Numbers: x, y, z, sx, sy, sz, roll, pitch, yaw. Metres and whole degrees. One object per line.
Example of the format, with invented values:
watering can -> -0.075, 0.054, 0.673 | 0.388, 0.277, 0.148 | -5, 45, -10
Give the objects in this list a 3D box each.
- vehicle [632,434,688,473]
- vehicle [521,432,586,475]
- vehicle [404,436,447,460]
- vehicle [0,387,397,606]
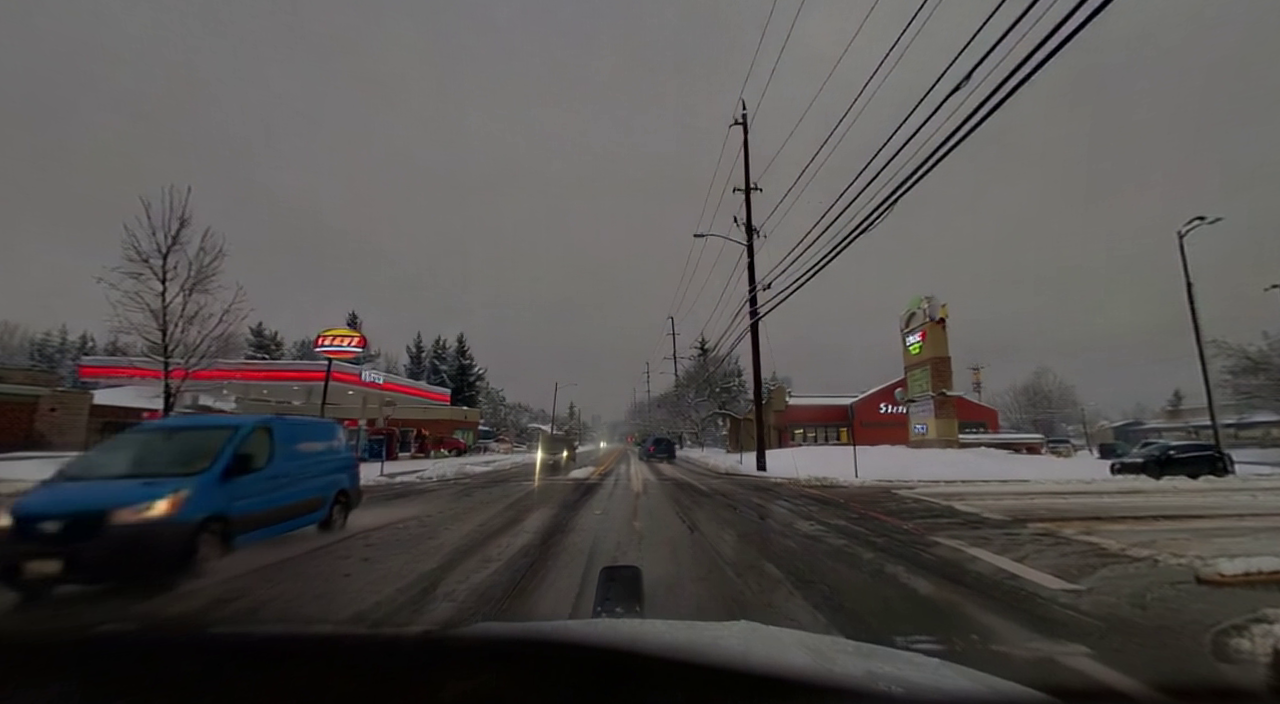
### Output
vehicle -> 0.836, 4.673, 29.144 | 2.000, 1.663, 4.271 | 1, -9, -6
vehicle -> -3.990, 4.832, 30.139 | 2.274, 1.844, 4.843 | 0, -9, 1
vehicle -> -16.706, 7.491, 49.417 | 1.890, 1.761, 4.578 | 1, -9, -3
vehicle -> -5.066, 1.659, 8.181 | 2.222, 1.931, 4.882 | 1, -9, -5
